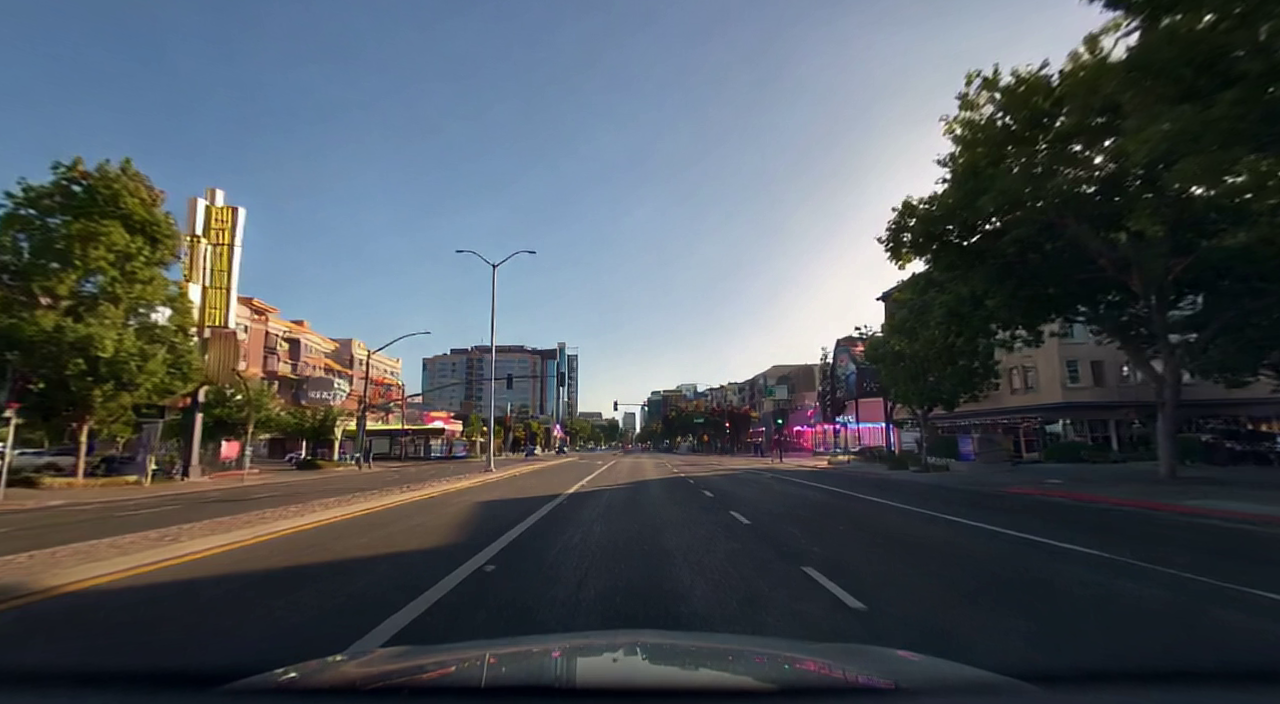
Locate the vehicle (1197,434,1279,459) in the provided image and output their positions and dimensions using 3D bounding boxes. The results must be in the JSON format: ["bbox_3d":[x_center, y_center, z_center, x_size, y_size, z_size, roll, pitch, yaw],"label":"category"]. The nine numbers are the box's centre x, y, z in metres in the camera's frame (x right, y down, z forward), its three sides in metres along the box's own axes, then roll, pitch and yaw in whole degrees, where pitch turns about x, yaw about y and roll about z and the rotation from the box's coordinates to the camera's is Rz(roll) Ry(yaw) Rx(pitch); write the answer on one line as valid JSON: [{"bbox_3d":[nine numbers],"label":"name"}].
[{"bbox_3d":[39.114,6.105,40.830,1.867,1.552,4.657,0,-9,-2],"label":"vehicle"}]
